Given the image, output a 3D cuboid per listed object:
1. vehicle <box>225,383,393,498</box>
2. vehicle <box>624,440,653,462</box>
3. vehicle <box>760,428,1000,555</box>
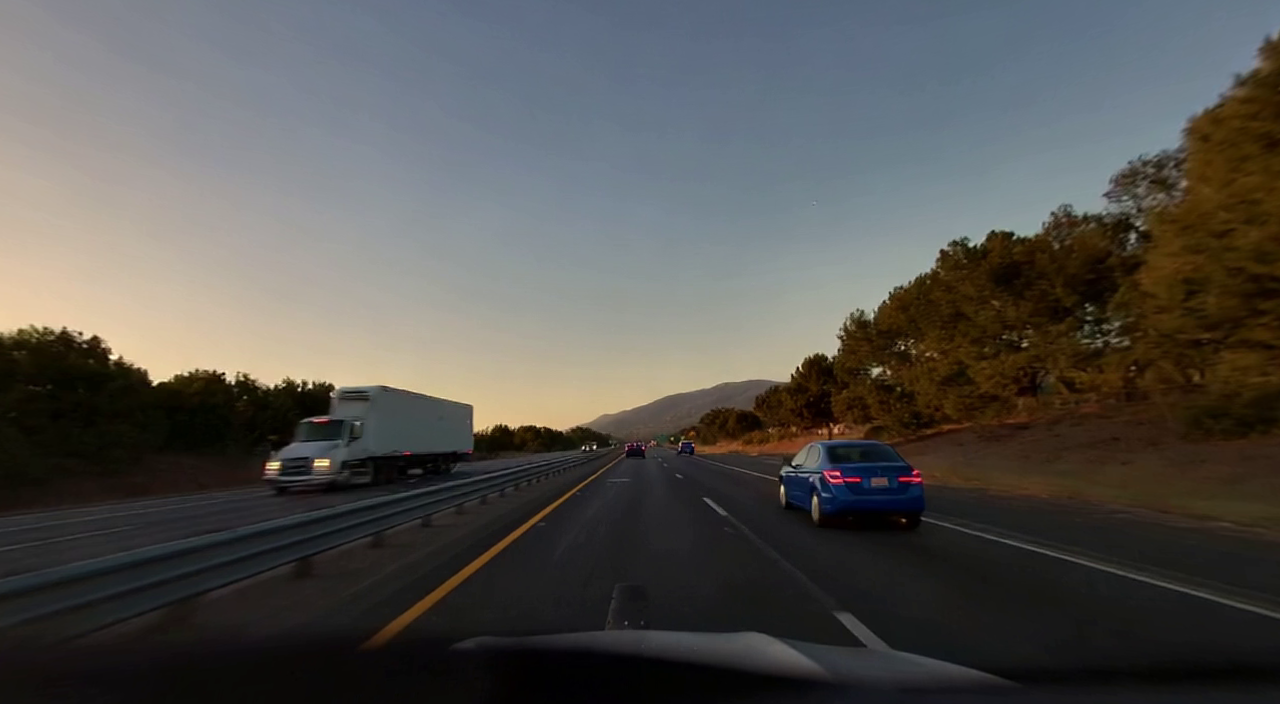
[{"bbox_3d":[-11.766,3.233,23.159,2.826,3.642,5.952,0,-8,0],"label":"vehicle"},{"bbox_3d":[-0.121,7.147,45.527,2.009,1.554,4.013,0,-8,0],"label":"vehicle"},{"bbox_3d":[3.307,1.988,9.765,1.957,1.496,4.327,0,-8,-1],"label":"vehicle"}]
